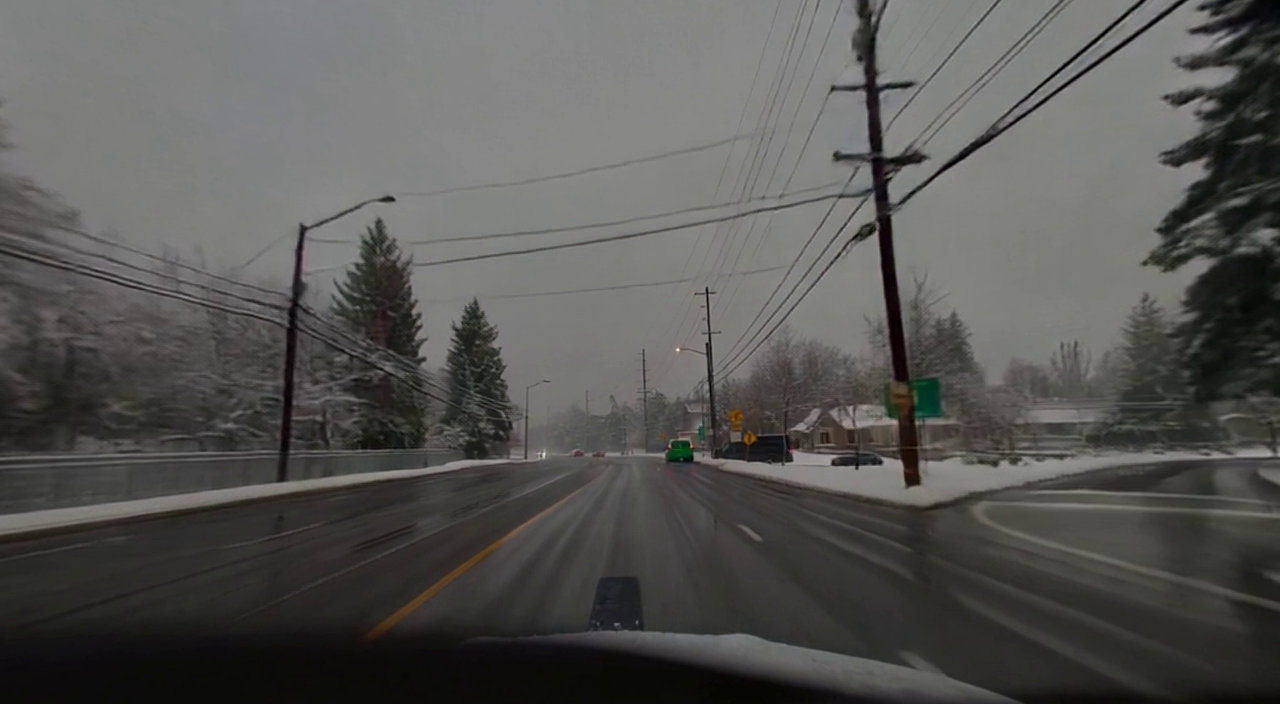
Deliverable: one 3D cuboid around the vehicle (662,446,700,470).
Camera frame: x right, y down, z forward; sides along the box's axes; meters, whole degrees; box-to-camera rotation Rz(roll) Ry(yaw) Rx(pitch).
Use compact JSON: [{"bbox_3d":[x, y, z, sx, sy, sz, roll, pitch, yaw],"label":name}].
[{"bbox_3d":[2.643,6.994,41.810,2.015,1.467,4.117,0,-9,-3],"label":"vehicle"}]
